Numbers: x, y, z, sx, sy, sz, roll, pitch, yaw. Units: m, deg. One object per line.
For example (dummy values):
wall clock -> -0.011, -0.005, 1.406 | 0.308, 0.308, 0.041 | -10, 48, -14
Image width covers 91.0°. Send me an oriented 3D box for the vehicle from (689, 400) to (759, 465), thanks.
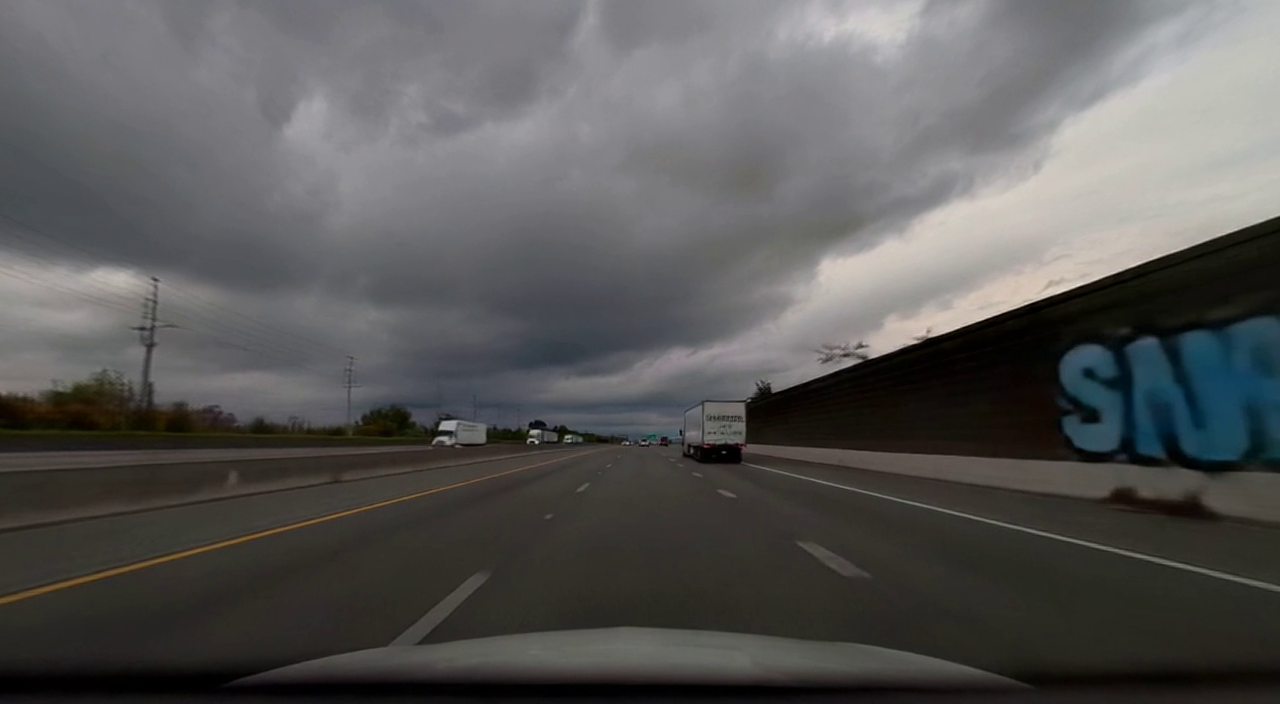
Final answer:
vehicle -> 4.997, 5.103, 39.526 | 2.949, 3.470, 10.539 | -1, -8, 0
